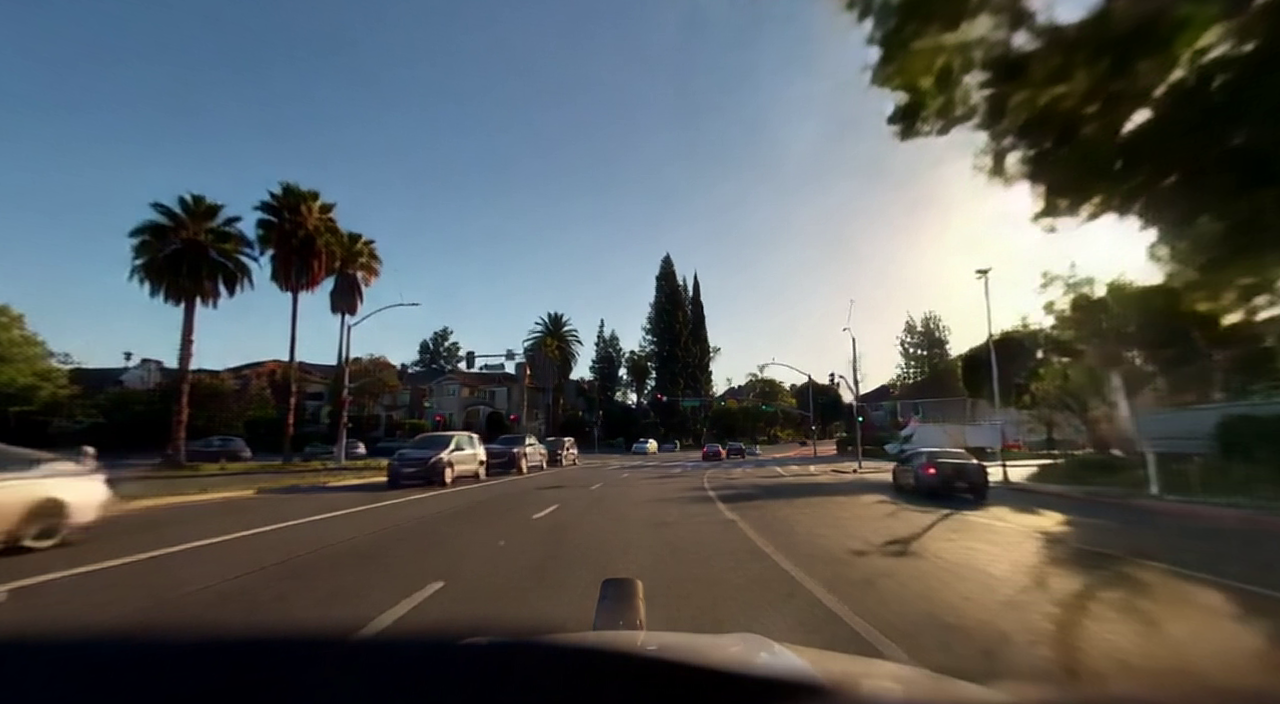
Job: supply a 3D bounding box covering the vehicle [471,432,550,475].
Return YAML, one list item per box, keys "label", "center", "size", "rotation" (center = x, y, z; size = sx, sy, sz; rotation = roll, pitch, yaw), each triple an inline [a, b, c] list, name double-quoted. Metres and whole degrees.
- label: "vehicle"
  center: [-5.774, 4.615, 28.952]
  size: [2.188, 1.789, 4.881]
  rotation: [0, -8, 5]

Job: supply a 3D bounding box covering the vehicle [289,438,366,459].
- label: "vehicle"
  center: [-23.764, 7.351, 48.257]
  size: [4.814, 1.506, 2.015]
  rotation: [2, -9, -9]

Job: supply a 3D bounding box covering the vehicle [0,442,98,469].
- label: "vehicle"
  center: [-38.191, 6.634, 40.752]
  size: [4.702, 1.449, 1.833]
  rotation: [5, -10, -43]

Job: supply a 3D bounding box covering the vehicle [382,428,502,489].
- label: "vehicle"
  center: [-6.293, 3.443, 20.810]
  size: [2.072, 1.738, 4.757]
  rotation: [0, -8, 5]

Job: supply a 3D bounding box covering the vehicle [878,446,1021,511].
- label: "vehicle"
  center: [8.151, 3.328, 17.215]
  size: [2.144, 1.473, 4.638]
  rotation: [-1, -8, 8]

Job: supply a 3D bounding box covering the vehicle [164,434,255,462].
- label: "vehicle"
  center: [-30.689, 6.832, 45.219]
  size: [5.112, 1.780, 1.981]
  rotation: [3, -8, -28]
